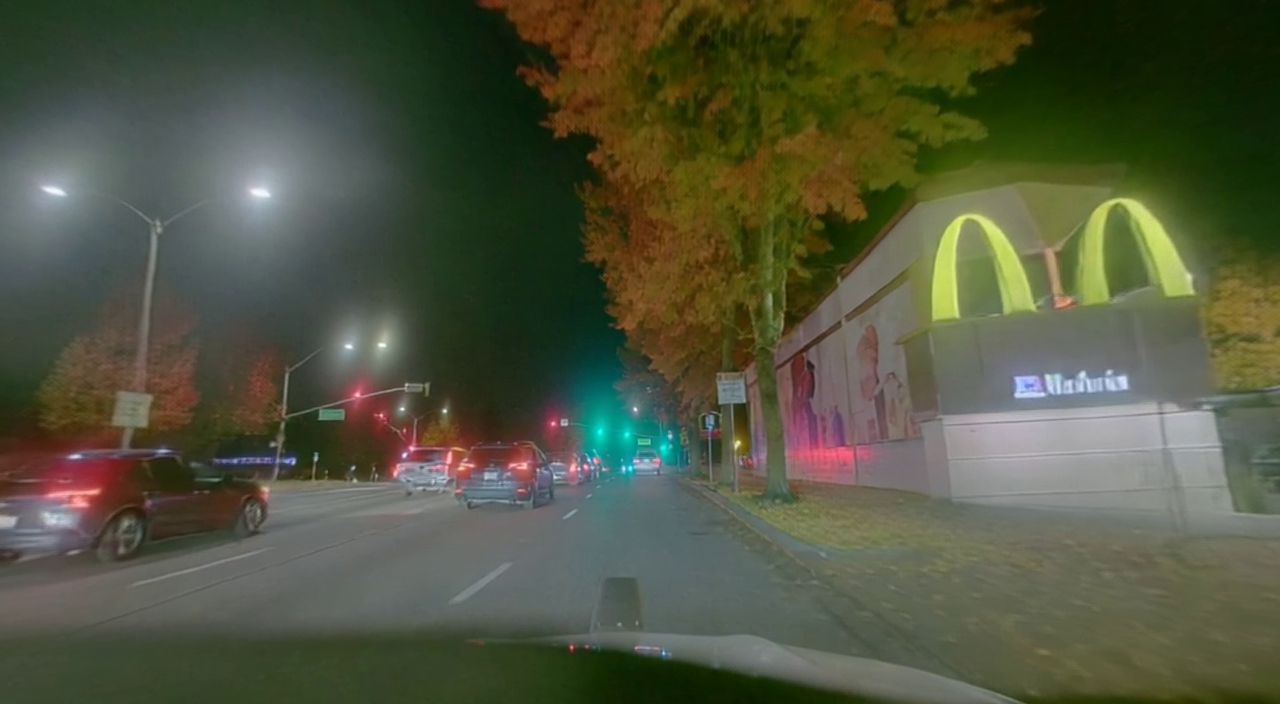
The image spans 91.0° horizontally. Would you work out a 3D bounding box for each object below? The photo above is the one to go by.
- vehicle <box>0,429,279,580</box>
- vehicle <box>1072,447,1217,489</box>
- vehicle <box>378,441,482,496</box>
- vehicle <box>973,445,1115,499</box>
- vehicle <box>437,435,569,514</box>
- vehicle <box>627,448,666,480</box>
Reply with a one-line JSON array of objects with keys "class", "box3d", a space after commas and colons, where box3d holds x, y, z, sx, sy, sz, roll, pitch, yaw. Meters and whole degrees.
[{"class": "vehicle", "box3d": [-7.406, 1.965, 8.950, 1.932, 1.596, 4.247, 0, -9, 1]}, {"class": "vehicle", "box3d": [19.791, 4.541, 25.039, 1.938, 1.490, 4.750, 0, -9, 2]}, {"class": "vehicle", "box3d": [-7.295, 4.086, 22.482, 2.069, 1.719, 4.441, 0, -9, 1]}, {"class": "vehicle", "box3d": [14.159, 4.199, 22.463, 1.963, 1.703, 4.447, 1, -9, -3]}, {"class": "vehicle", "box3d": [-3.187, 2.983, 15.792, 2.165, 1.663, 4.513, 0, -9, 1]}, {"class": "vehicle", "box3d": [0.389, 6.394, 36.314, 2.144, 1.704, 4.028, 0, -9, 1]}]
